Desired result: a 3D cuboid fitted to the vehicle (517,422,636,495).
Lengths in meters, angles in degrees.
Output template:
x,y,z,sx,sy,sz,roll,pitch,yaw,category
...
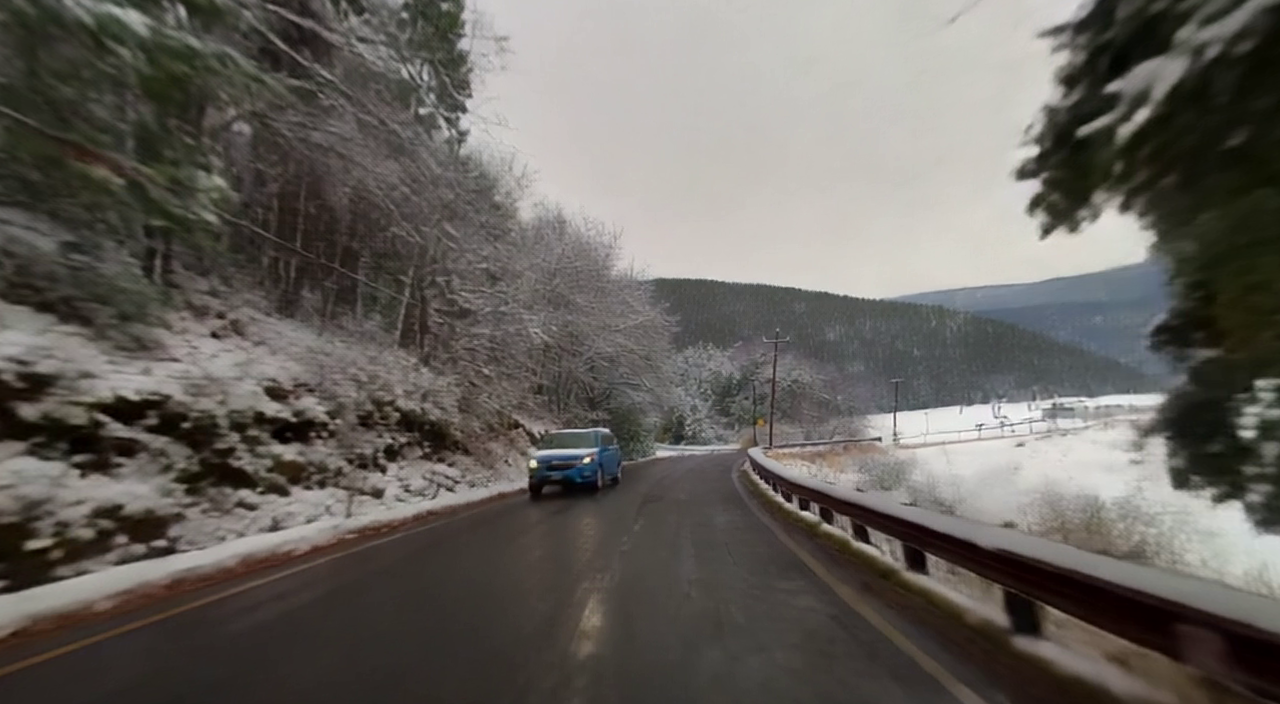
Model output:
x,y,z,sx,sy,sz,roll,pitch,yaw,category
-1.606,3.005,18.134,2.251,1.799,4.776,-2,-8,9,vehicle
